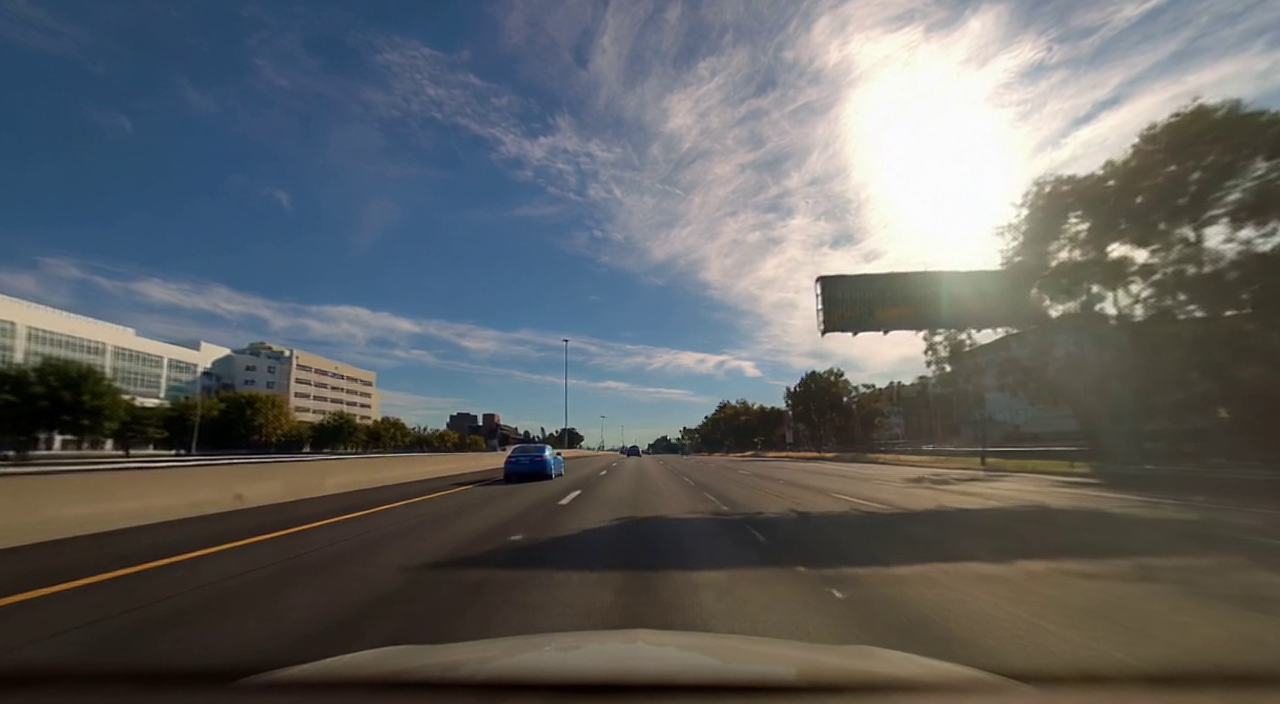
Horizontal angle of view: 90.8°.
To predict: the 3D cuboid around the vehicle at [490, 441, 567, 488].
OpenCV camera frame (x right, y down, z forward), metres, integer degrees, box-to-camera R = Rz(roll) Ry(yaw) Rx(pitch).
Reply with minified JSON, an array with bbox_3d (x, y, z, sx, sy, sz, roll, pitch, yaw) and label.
[{"bbox_3d":[-3.843,3.937,22.508,1.900,1.492,4.495,0,-9,0],"label":"vehicle"}]
